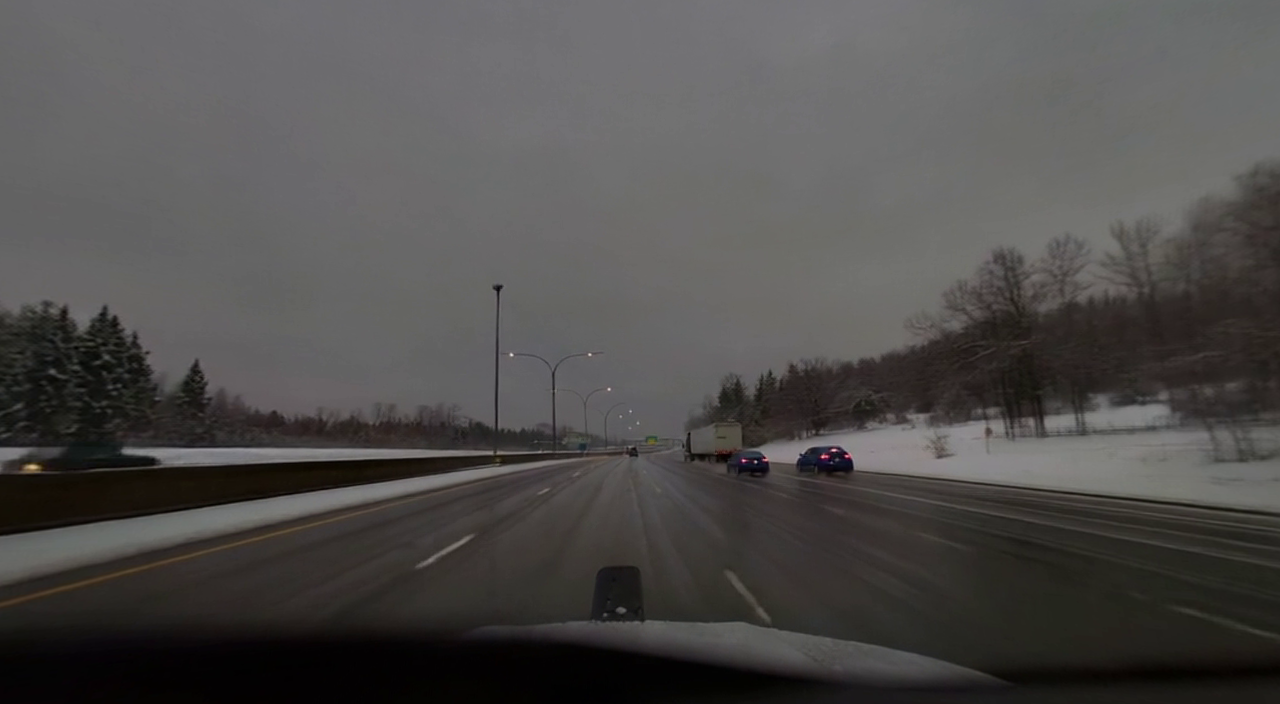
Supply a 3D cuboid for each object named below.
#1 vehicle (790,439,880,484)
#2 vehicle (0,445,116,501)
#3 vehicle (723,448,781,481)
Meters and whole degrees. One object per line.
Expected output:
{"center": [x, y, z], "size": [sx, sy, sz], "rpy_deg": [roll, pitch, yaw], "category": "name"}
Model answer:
{"center": [9.126, 5.183, 30.121], "size": [2.387, 1.936, 5.646], "rpy_deg": [0, -9, -1], "category": "vehicle"}
{"center": [-22.441, 4.285, 22.594], "size": [2.389, 1.855, 5.634], "rpy_deg": [0, -9, 0], "category": "vehicle"}
{"center": [5.594, 5.665, 32.002], "size": [2.053, 1.553, 4.463], "rpy_deg": [0, -9, -1], "category": "vehicle"}
